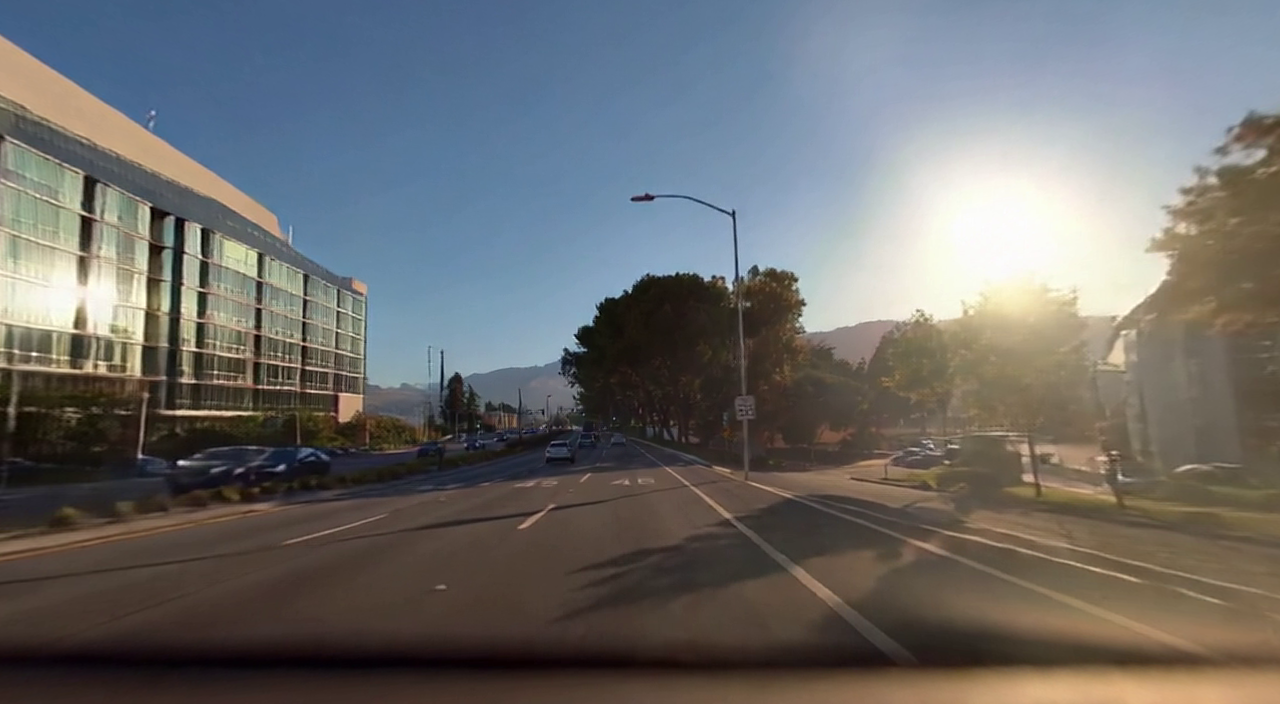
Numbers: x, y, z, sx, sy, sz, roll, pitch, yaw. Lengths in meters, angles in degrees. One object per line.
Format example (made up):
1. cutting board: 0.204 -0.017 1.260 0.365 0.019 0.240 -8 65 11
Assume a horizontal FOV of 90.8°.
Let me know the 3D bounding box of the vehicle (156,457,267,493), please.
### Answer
1. vehicle: -19.423 5.585 28.933 1.976 1.415 4.341 0 -8 1

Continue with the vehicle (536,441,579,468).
1. vehicle: -4.755 5.982 37.140 2.025 1.474 4.292 0 -8 -1

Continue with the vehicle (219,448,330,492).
1. vehicle: -15.805 5.101 27.672 1.990 1.739 4.544 -1 -8 2
